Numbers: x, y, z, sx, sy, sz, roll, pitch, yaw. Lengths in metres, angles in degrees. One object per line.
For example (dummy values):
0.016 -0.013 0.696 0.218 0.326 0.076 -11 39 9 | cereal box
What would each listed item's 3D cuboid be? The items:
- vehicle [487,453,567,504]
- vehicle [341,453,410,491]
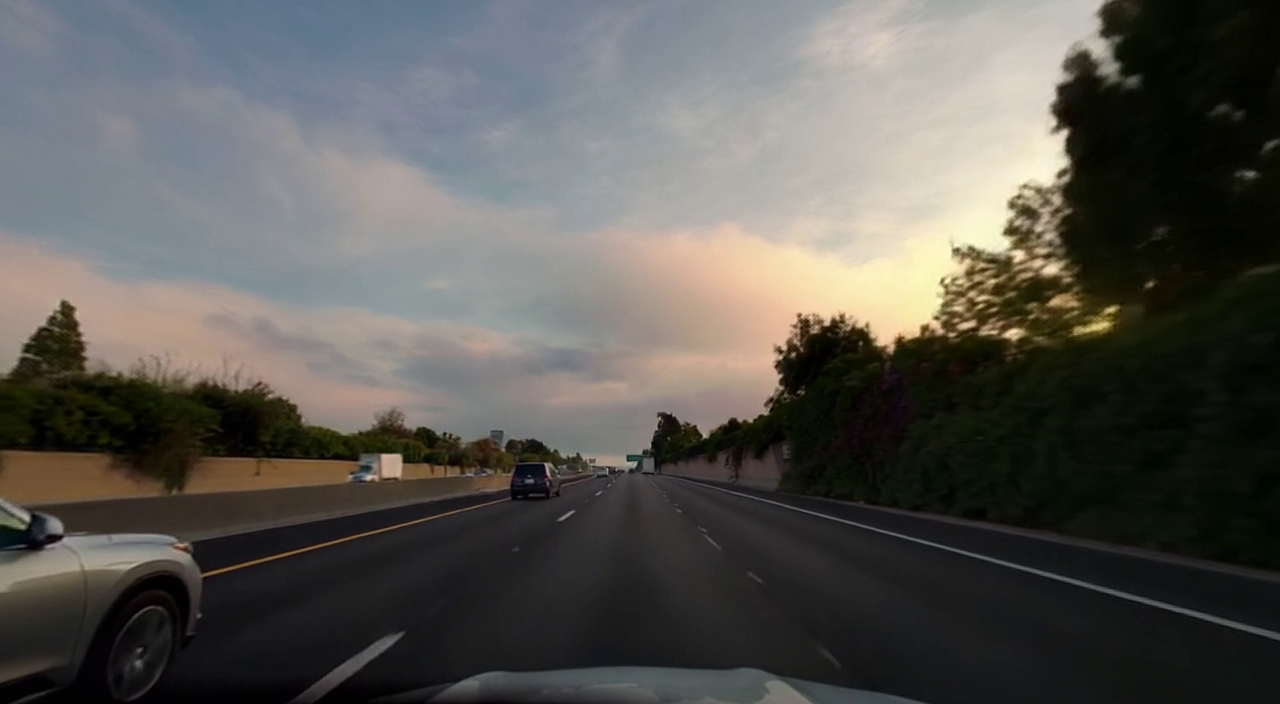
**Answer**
-4.301 4.941 24.871 2.178 1.736 4.847 1 -10 0 | vehicle
-20.529 9.371 49.268 2.557 2.682 6.194 1 -10 0 | vehicle
